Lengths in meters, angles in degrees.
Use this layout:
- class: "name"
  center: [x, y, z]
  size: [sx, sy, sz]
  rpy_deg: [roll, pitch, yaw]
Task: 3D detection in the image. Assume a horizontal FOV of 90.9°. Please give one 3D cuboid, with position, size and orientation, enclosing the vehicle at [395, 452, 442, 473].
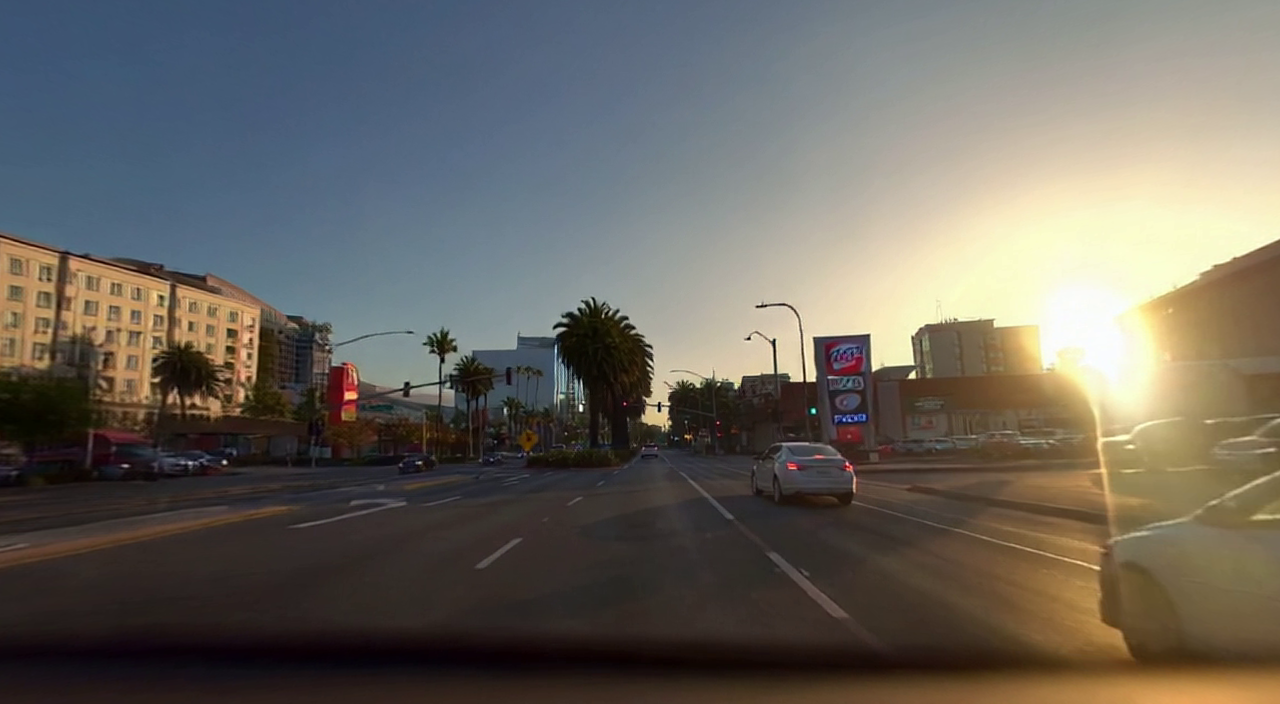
- class: "vehicle"
  center: [-17.030, 8.482, 48.600]
  size: [1.961, 1.500, 4.291]
  rpy_deg: [0, -8, 1]

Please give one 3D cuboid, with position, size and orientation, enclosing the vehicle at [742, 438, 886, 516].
- class: "vehicle"
  center: [3.705, 2.736, 14.436]
  size: [1.870, 1.467, 4.800]
  rpy_deg: [0, -8, -1]

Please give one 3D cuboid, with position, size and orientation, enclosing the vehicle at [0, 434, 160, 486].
- class: "vehicle"
  center: [-30.968, 5.940, 34.813]
  size: [7.019, 2.687, 2.419]
  rpy_deg: [-1, -8, 4]

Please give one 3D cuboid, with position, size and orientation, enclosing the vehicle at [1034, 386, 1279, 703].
- class: "vehicle"
  center: [3.619, 0.834, 2.095]
  size: [1.931, 1.534, 4.126]
  rpy_deg: [0, -8, 0]

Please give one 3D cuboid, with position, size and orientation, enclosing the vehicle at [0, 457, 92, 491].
- class: "vehicle"
  center: [-29.650, 5.908, 30.822]
  size: [1.966, 1.430, 4.309]
  rpy_deg: [0, -9, -4]
